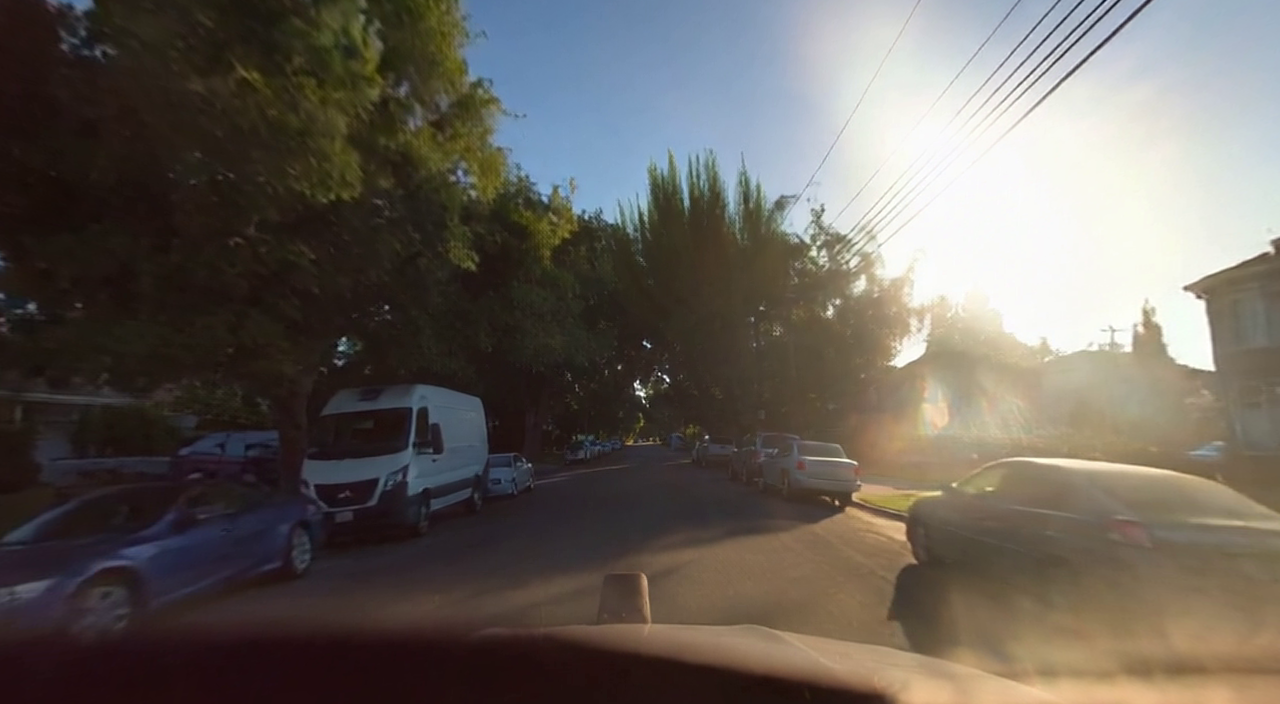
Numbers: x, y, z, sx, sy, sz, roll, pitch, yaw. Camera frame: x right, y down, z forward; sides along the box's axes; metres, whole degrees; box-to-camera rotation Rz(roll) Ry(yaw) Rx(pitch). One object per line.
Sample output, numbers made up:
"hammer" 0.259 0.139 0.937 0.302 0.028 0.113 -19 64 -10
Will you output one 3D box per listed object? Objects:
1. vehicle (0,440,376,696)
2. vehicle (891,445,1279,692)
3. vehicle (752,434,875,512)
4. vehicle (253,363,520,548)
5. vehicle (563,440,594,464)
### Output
"vehicle" -4.816 1.759 6.483 2.023 1.568 4.942 -3 -8 1
"vehicle" 4.133 1.601 5.805 1.846 1.351 4.272 3 -8 -1
"vehicle" 4.081 2.880 15.558 1.839 1.520 4.498 3 -8 1
"vehicle" -4.395 1.955 12.410 2.470 2.613 5.989 -4 -8 4
"vehicle" -4.338 7.098 44.798 1.870 1.562 4.212 -1 -8 -1
